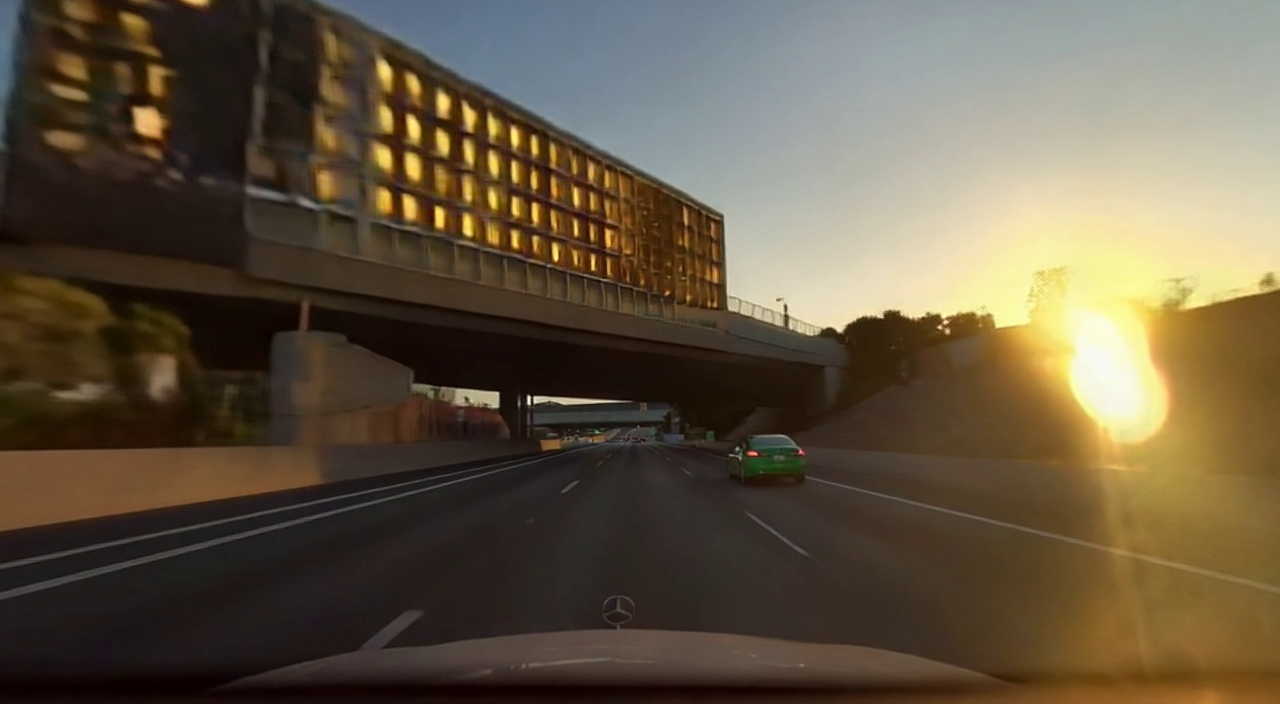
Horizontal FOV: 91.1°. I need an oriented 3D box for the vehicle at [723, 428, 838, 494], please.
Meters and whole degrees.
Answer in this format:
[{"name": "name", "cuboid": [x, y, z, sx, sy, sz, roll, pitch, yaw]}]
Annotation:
[{"name": "vehicle", "cuboid": [3.452, 2.747, 16.253, 1.946, 1.481, 3.969, 0, -8, -2]}]
